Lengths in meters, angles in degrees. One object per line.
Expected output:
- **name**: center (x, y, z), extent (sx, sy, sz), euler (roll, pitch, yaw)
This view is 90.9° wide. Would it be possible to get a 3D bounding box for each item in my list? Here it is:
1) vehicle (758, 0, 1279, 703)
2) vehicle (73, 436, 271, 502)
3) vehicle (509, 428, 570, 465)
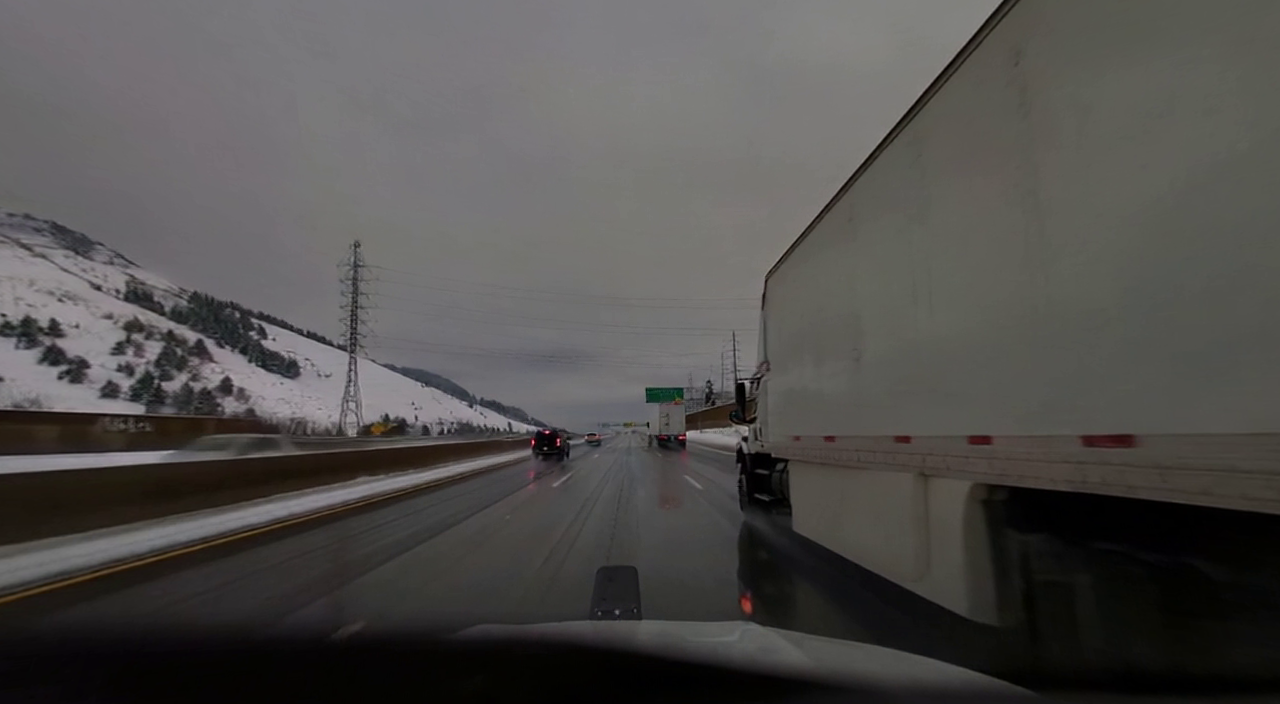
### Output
- **vehicle**: center (3.689, -0.063, 4.973), extent (3.060, 3.842, 11.095), euler (0, -8, -2)
- **vehicle**: center (-11.812, 2.934, 16.365), extent (1.879, 1.472, 4.325), euler (0, -8, -1)
- **vehicle**: center (-4.346, 4.162, 27.905), extent (1.965, 1.486, 4.448), euler (0, -8, 0)
